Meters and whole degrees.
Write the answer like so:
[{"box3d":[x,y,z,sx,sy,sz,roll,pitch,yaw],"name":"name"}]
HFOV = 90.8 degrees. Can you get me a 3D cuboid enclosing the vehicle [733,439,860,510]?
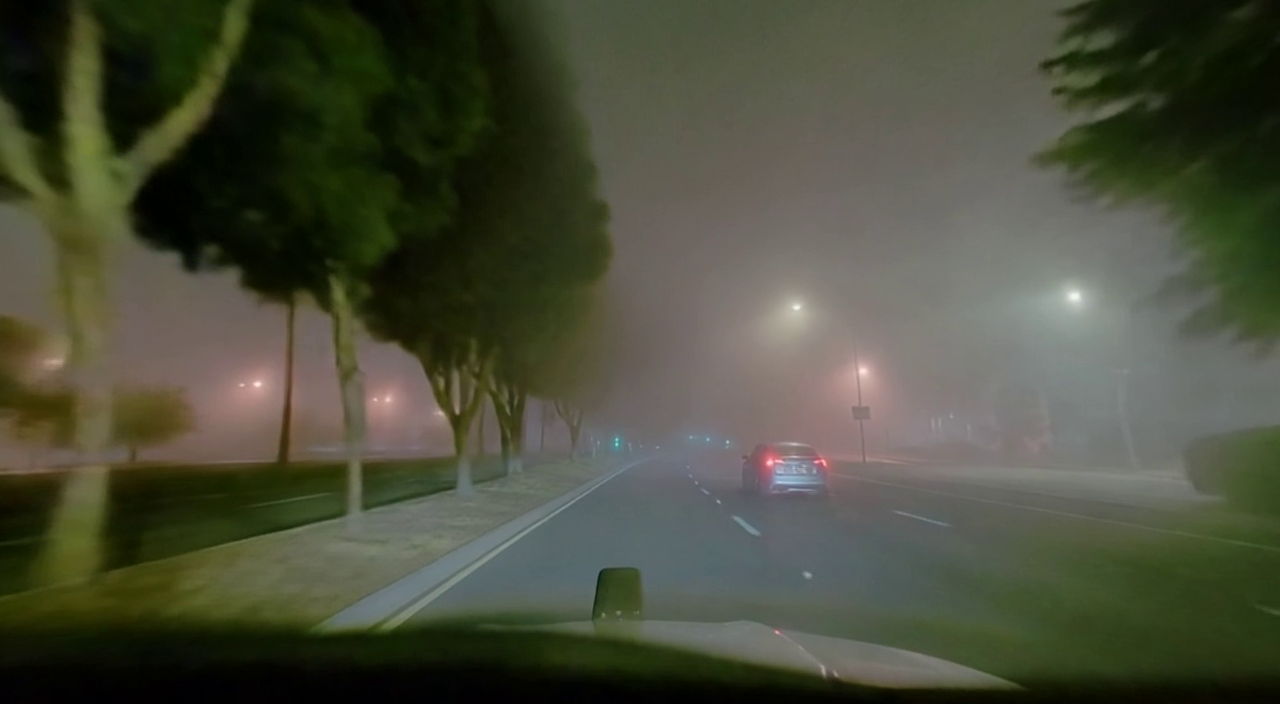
[{"box3d":[3.635,2.924,15.606,1.928,1.481,4.453,0,-9,-1],"name":"vehicle"}]
